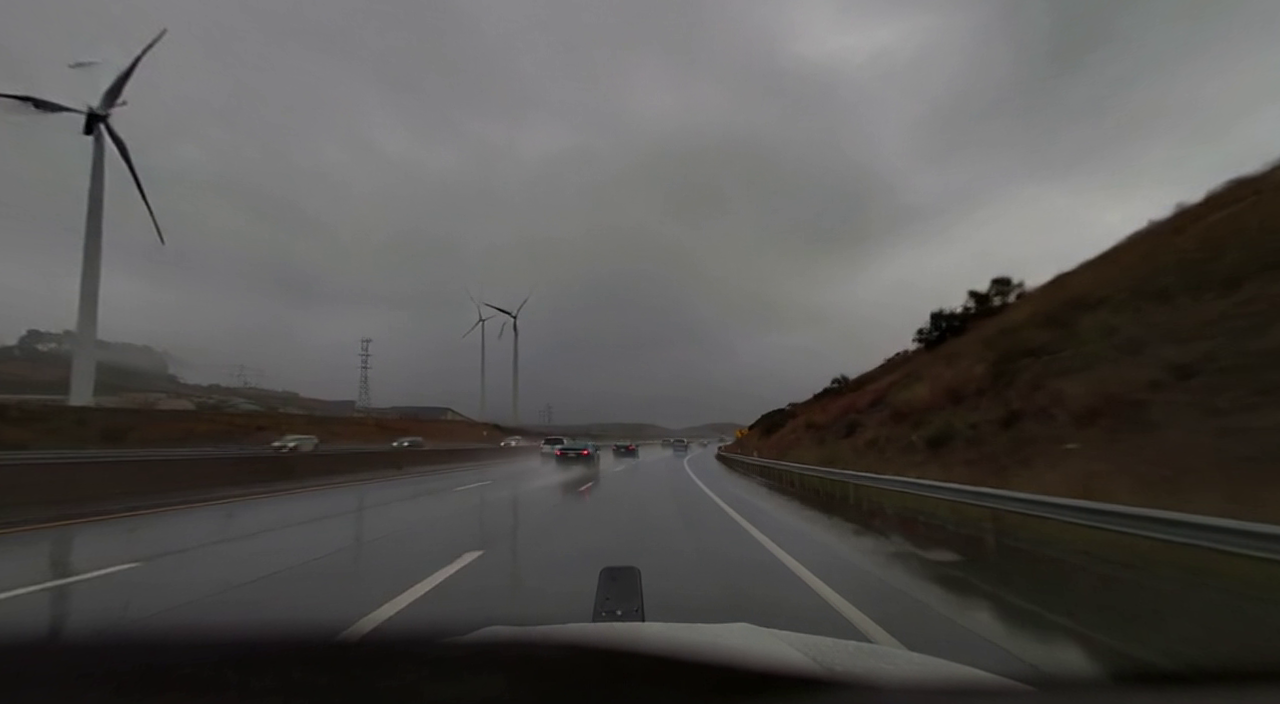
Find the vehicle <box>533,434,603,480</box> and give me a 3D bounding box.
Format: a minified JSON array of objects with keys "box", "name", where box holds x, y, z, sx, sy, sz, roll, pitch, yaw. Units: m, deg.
[{"box":[-2.814,4.275,25.801,2.118,1.702,4.355,0,-9,3],"name":"vehicle"}]
